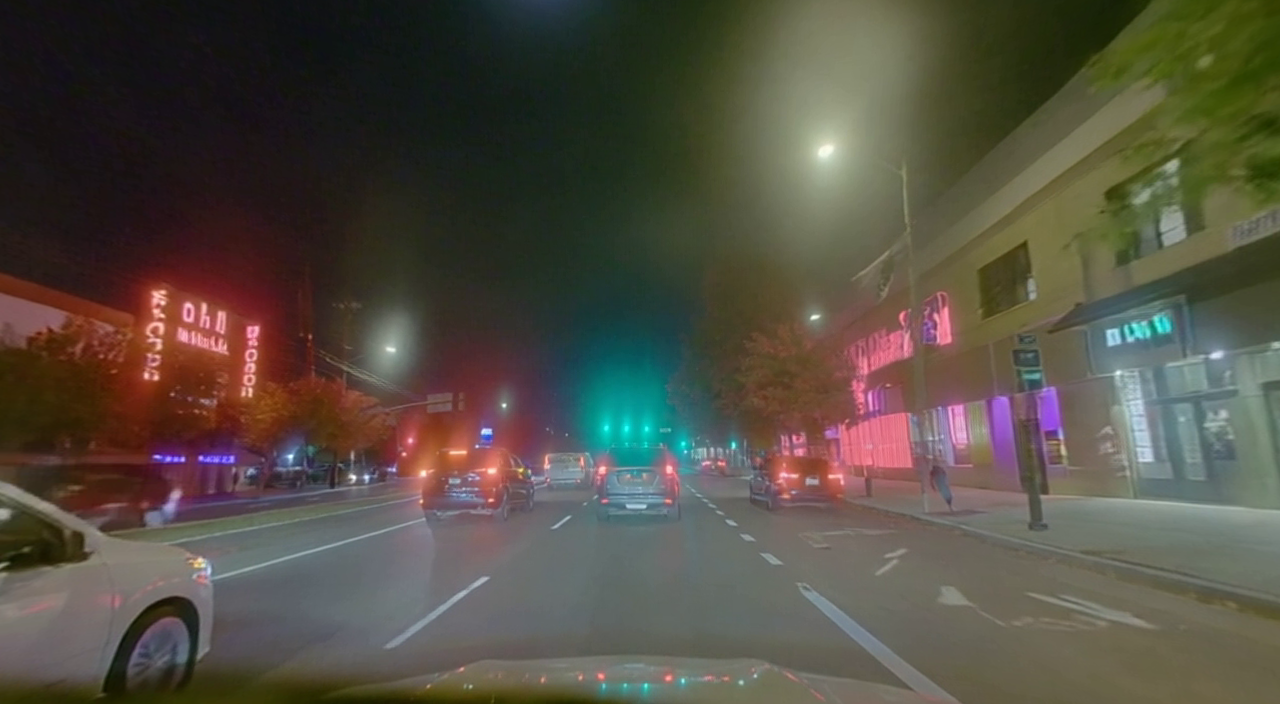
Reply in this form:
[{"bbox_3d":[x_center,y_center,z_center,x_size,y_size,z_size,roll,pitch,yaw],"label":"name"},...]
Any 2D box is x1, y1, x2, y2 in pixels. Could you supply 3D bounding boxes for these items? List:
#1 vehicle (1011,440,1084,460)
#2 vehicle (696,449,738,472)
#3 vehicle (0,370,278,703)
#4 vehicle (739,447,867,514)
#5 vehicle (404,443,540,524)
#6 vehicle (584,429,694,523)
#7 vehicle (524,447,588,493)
[{"bbox_3d":[31.720,7.659,49.161,4.169,1.475,2.059,-2,-9,11],"label":"vehicle"},{"bbox_3d":[5.702,7.946,46.242,1.878,1.526,4.736,-3,-9,21],"label":"vehicle"},{"bbox_3d":[-3.336,0.794,1.683,1.975,1.624,4.481,0,-8,1],"label":"vehicle"},{"bbox_3d":[3.941,3.170,16.155,1.986,1.457,4.566,0,-8,-1],"label":"vehicle"},{"bbox_3d":[-3.696,2.936,14.738,1.886,1.599,4.247,0,-8,2],"label":"vehicle"},{"bbox_3d":[0.001,2.654,14.015,2.075,1.770,4.018,0,-8,1],"label":"vehicle"},{"bbox_3d":[-3.241,4.594,24.983,1.894,1.642,3.861,0,-8,1],"label":"vehicle"}]
